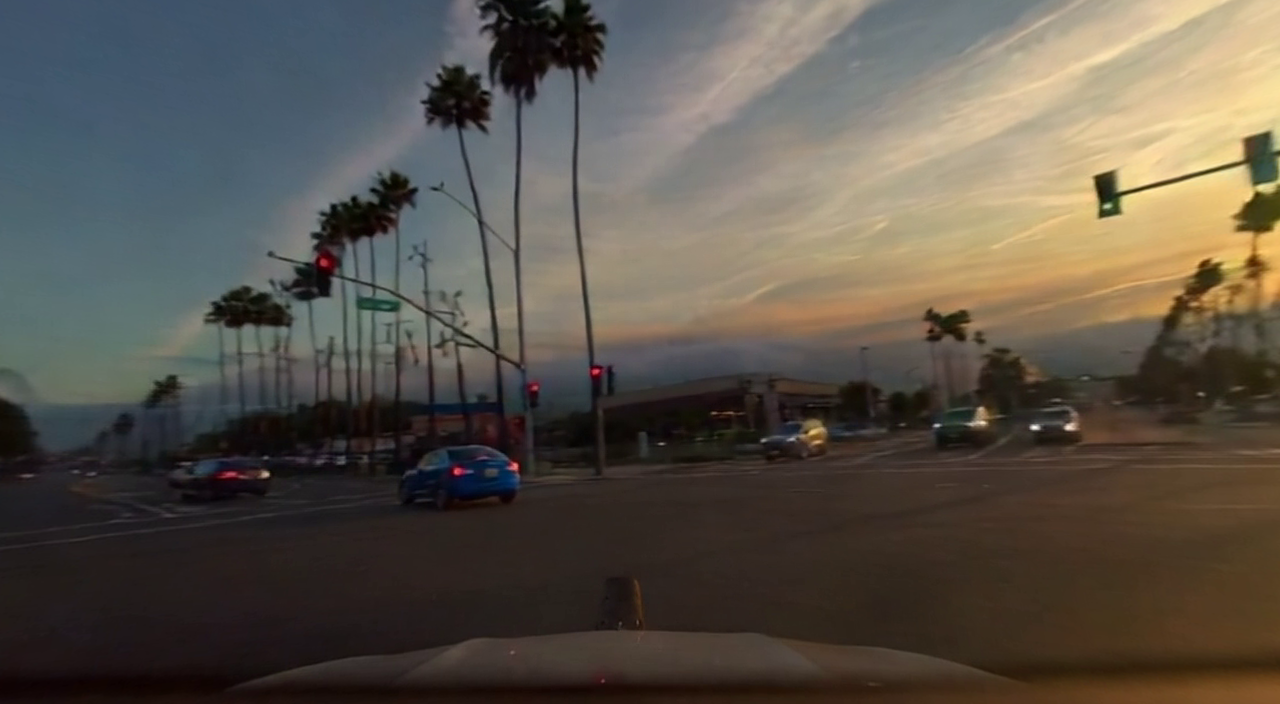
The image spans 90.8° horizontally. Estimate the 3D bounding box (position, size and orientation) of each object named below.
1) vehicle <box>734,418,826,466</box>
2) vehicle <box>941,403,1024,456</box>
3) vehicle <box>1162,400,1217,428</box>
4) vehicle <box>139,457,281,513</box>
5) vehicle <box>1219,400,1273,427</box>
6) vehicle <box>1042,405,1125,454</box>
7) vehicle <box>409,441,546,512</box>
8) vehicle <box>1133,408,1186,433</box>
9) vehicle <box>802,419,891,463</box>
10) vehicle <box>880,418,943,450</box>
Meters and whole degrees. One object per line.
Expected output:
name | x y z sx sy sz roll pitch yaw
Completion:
vehicle | 5.899 3.700 26.245 2.090 1.593 4.176 -9 -8 35
vehicle | 12.686 2.891 23.305 2.187 1.740 4.022 -6 -10 33
vehicle | 42.537 4.861 49.024 2.313 1.935 4.969 -6 -10 32
vehicle | -14.058 4.239 20.597 4.687 1.509 2.068 -6 -10 33
vehicle | 47.307 4.859 49.427 2.027 1.848 5.158 -6 -10 33
vehicle | 15.123 2.644 21.633 2.041 1.473 4.221 -6 -8 34
vehicle | -4.161 2.977 15.708 2.089 1.471 4.206 5 -10 -32
vehicle | 33.325 4.450 40.633 1.977 1.449 4.254 -6 -10 31
vehicle | 7.916 3.367 23.959 2.041 1.498 4.348 -6 -10 33
vehicle | 13.578 4.112 31.416 1.973 1.474 4.495 -6 -10 33
